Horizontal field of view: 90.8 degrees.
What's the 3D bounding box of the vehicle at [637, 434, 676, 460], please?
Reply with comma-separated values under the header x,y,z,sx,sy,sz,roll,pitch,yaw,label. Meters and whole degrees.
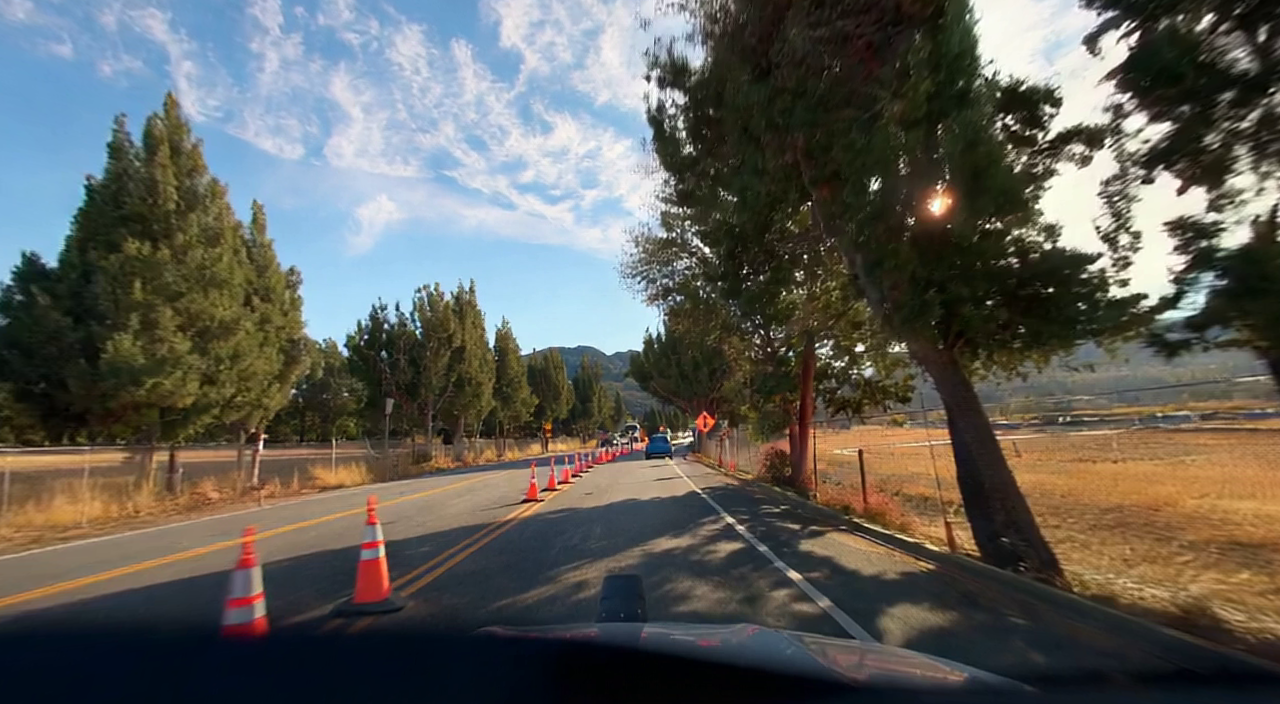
x,y,z,sx,sy,sz,roll,pitch,yaw,label
1.072,5.874,38.920,2.172,1.486,3.581,-1,-9,4,vehicle
